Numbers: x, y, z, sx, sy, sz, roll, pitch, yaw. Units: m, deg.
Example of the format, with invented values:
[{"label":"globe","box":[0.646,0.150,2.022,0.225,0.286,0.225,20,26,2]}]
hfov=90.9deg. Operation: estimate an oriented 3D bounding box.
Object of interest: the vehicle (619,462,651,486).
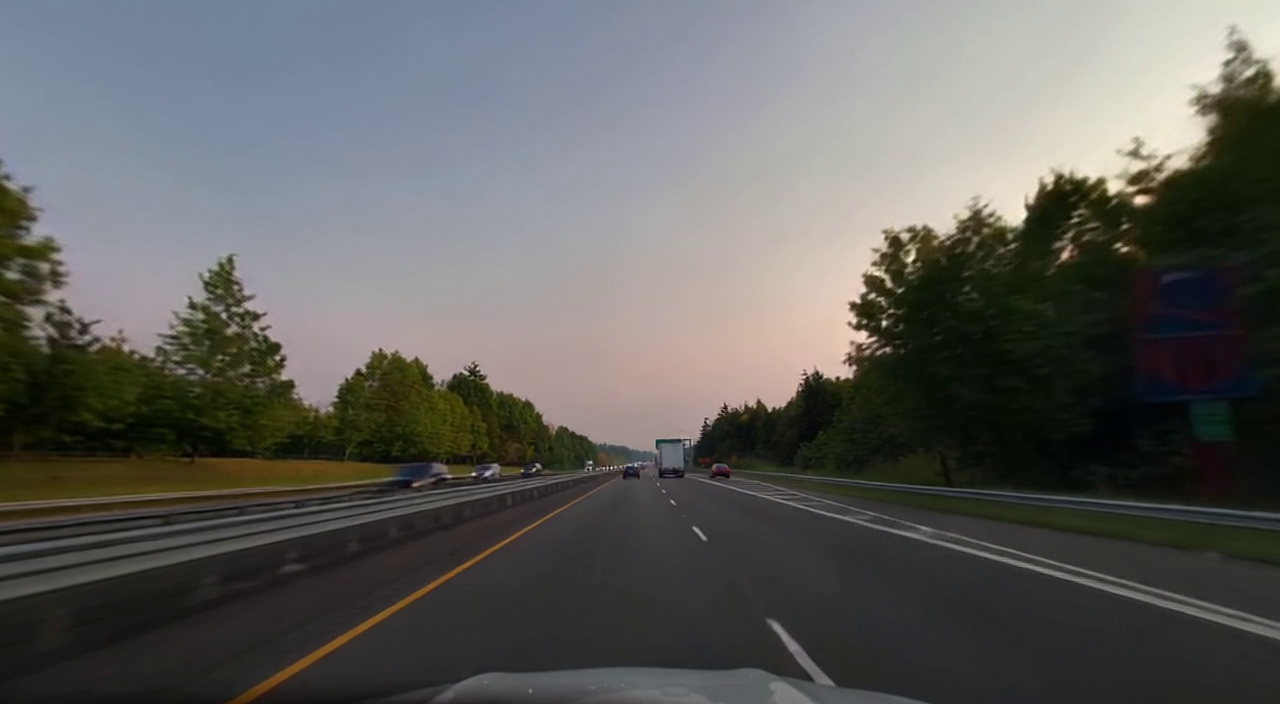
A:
[{"label":"vehicle","box":[-0.342,8.073,41.837,2.025,1.452,3.927,1,-10,-1]}]

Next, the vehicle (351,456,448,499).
[{"label":"vehicle","box":[-9.416,4.970,25.121,2.167,1.531,4.179,1,-10,0]}]
